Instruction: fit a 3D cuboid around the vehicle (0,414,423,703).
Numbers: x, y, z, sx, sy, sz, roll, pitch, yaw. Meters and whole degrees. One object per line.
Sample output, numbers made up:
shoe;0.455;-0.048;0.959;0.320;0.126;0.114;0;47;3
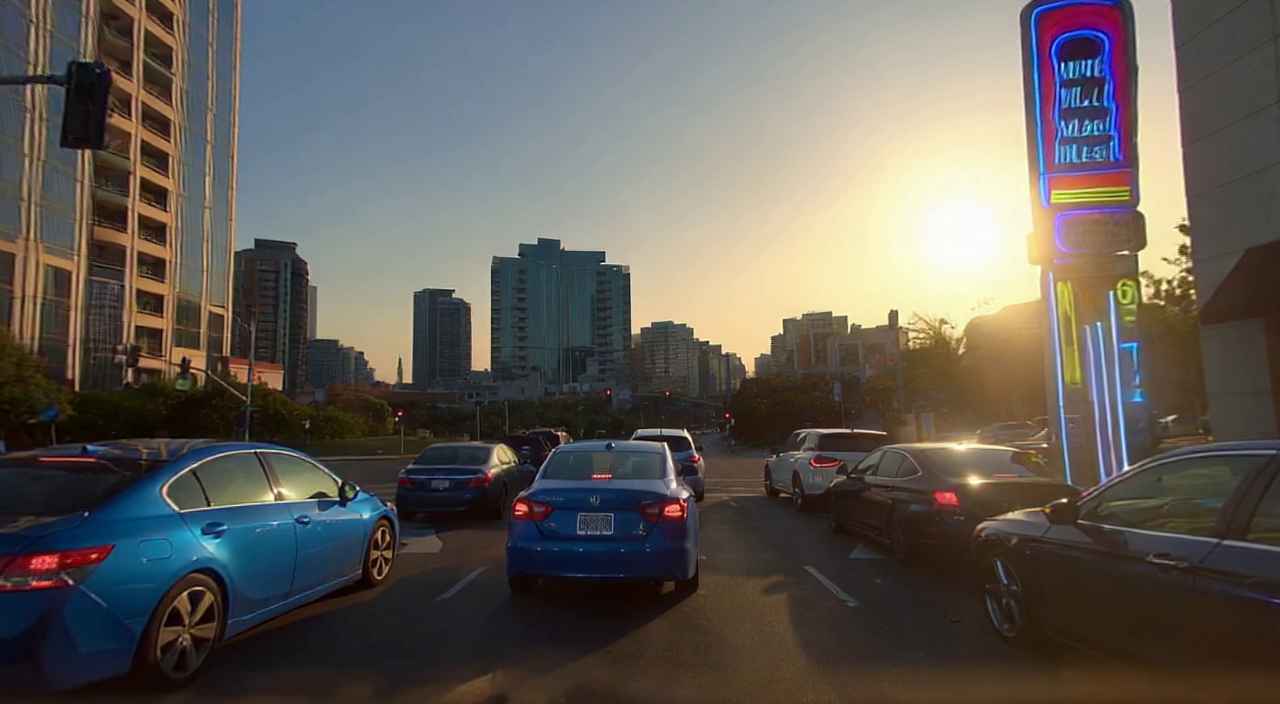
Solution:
vehicle;-3.410;1.300;4.726;1.980;1.454;4.226;0;-8;1

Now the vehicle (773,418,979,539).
vehicle;3.768;2.093;11.013;2.007;1.683;4.171;0;-8;1

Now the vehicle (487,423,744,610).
vehicle;-0.186;1.622;7.130;2.059;1.477;3.988;0;-8;0

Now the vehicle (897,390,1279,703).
vehicle;3.435;1.104;3.768;1.981;1.499;4.536;0;-8;2
